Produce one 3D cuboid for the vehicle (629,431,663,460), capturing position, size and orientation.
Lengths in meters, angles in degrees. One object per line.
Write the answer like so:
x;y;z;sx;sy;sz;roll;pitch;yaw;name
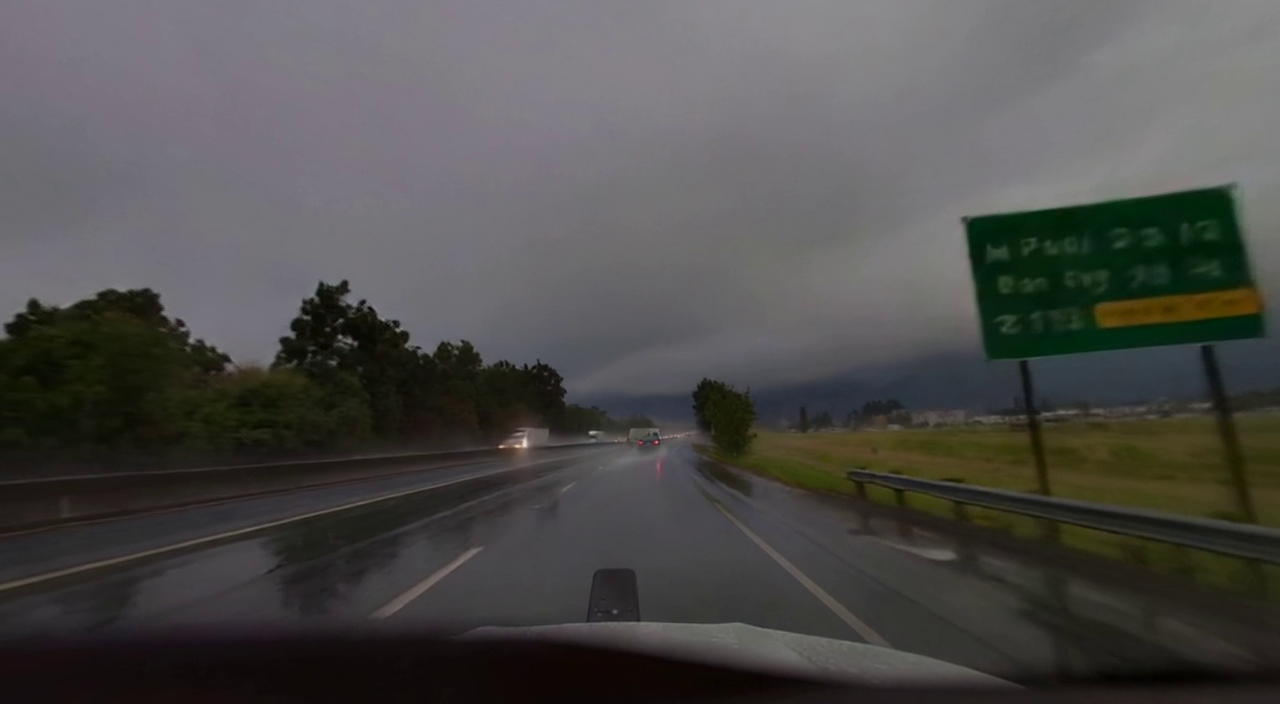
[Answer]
0.403;6.274;42.473;2.188;1.825;4.282;-1;-8;1;vehicle
